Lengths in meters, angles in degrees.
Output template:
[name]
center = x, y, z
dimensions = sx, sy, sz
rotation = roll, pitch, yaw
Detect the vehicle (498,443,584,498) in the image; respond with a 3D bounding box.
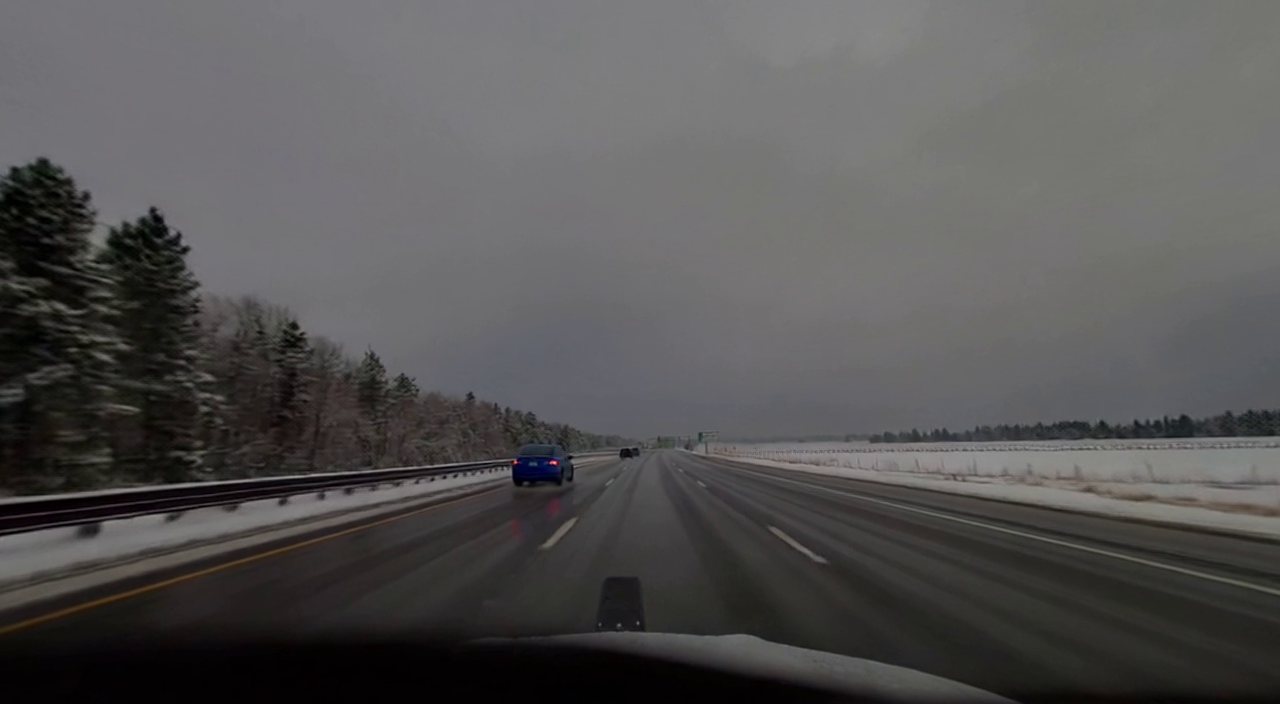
[vehicle]
center = -2.994, 3.684, 20.019
dimensions = 1.945, 1.537, 4.294
rotation = 0, -9, 1
